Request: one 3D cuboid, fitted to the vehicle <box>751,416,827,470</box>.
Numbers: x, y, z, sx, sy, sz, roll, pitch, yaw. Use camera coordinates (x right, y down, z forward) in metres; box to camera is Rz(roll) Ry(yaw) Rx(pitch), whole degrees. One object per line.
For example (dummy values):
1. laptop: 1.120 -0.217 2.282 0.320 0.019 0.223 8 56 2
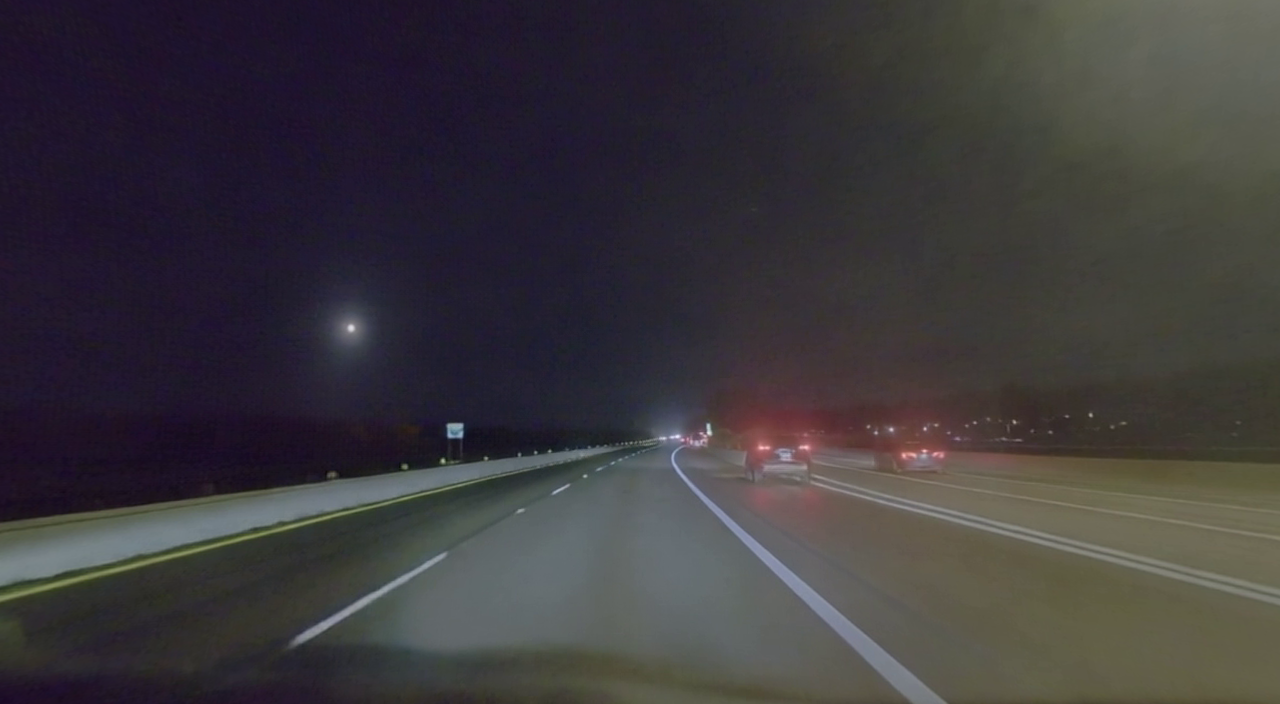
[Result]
1. vehicle: 5.960 3.720 25.748 1.914 2.013 4.041 0 -8 -3
